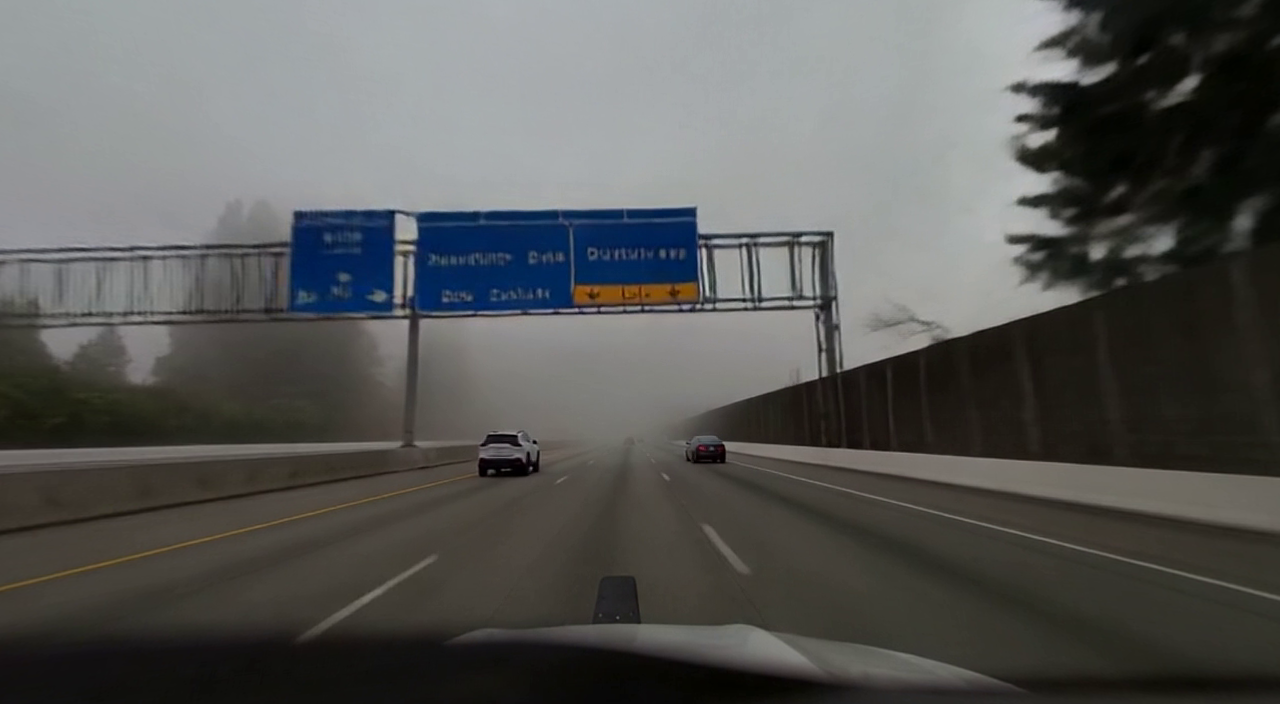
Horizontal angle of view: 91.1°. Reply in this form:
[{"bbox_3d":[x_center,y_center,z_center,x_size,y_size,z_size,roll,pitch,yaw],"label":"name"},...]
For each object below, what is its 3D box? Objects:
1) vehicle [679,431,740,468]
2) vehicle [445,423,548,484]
[{"bbox_3d":[3.031,4.360,28.426,2.077,1.523,4.539,0,-8,-2],"label":"vehicle"},{"bbox_3d":[-4.267,3.068,19.437,2.219,1.660,4.153,0,-8,-1],"label":"vehicle"}]
